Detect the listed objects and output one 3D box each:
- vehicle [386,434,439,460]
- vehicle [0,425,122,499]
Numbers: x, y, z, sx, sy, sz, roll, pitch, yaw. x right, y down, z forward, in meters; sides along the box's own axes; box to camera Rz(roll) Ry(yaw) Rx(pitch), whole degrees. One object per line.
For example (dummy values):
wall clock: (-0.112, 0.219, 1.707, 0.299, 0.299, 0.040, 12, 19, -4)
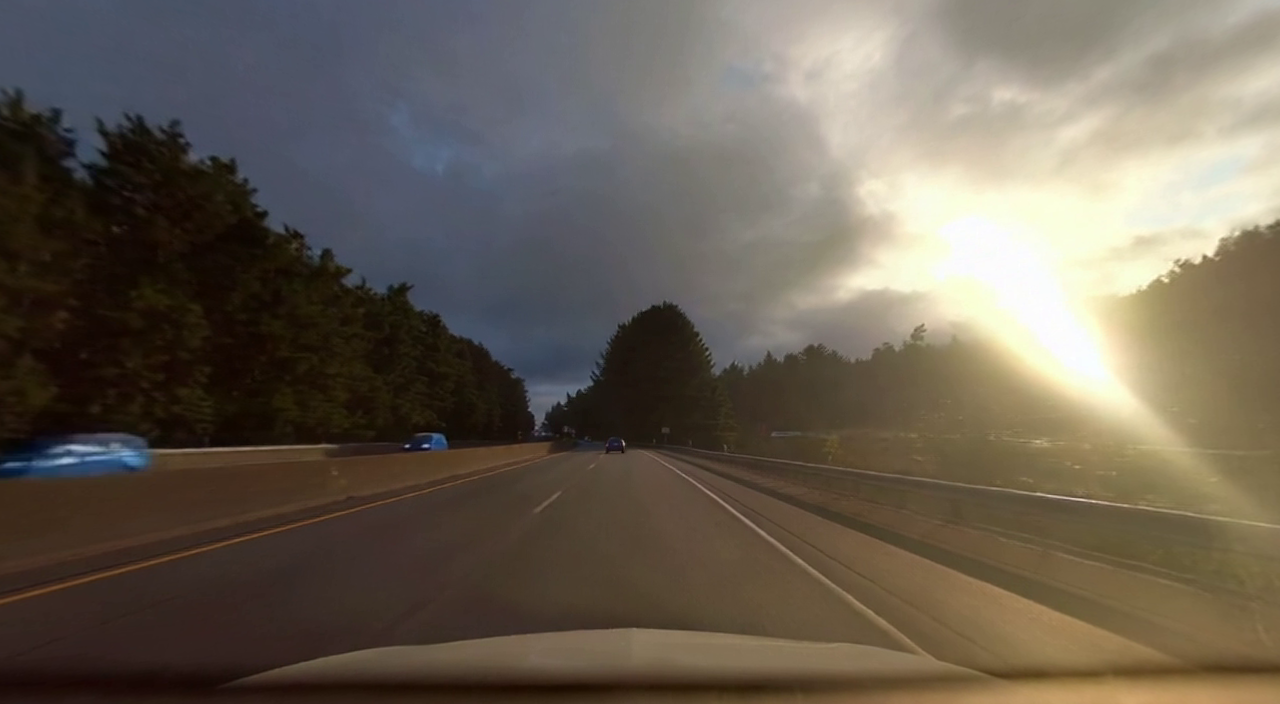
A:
vehicle: (-15.436, 6.459, 42.935, 2.041, 1.622, 4.537, 0, -8, -1)
vehicle: (-15.138, 2.592, 14.970, 1.989, 1.617, 4.293, 0, -8, -1)
